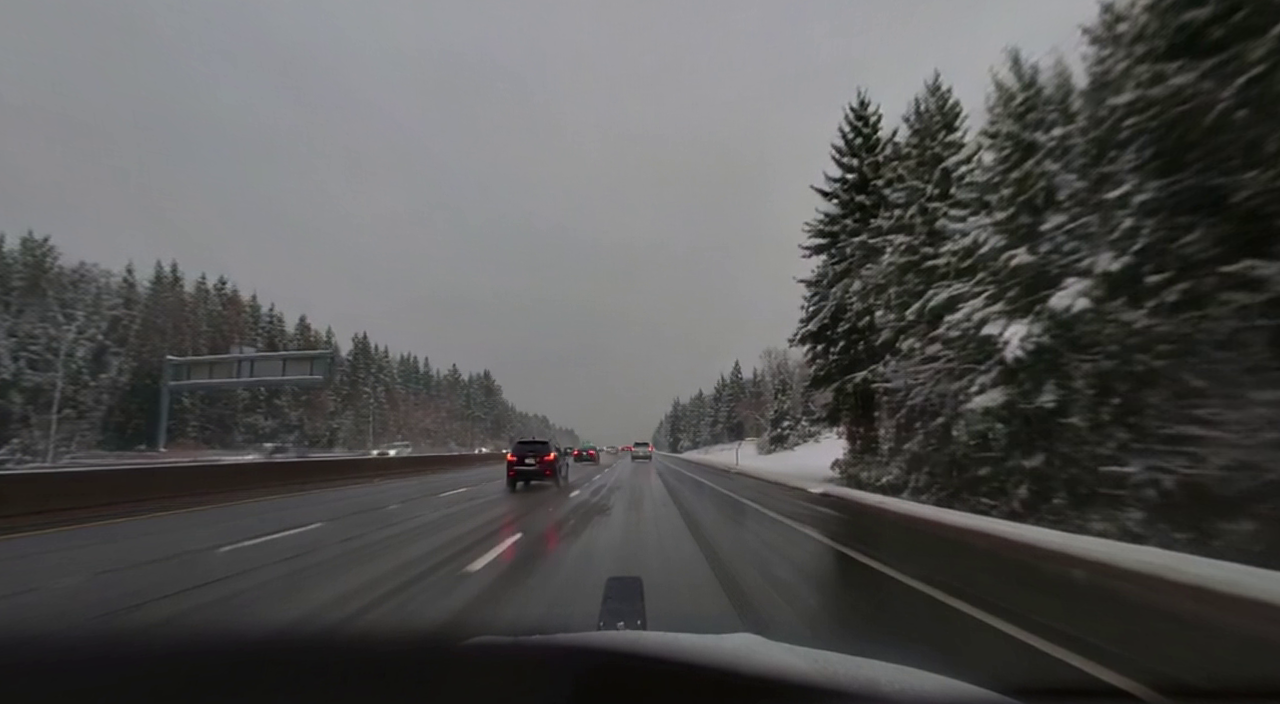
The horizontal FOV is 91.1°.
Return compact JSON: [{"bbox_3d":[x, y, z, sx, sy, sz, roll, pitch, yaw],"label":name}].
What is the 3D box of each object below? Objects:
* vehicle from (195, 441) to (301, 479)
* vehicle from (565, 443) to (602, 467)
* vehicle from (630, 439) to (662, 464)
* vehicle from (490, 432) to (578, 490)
[{"bbox_3d":[-17.076,4.704,27.624,1.849,1.527,4.323,0,-8,0],"label":"vehicle"},{"bbox_3d":[-3.659,6.743,41.261,2.055,1.431,3.921,0,-8,1],"label":"vehicle"},{"bbox_3d":[0.415,7.359,46.542,2.285,1.797,4.478,0,-8,0],"label":"vehicle"},{"bbox_3d":[-3.303,3.491,20.444,2.056,1.679,4.204,0,-8,1],"label":"vehicle"}]
